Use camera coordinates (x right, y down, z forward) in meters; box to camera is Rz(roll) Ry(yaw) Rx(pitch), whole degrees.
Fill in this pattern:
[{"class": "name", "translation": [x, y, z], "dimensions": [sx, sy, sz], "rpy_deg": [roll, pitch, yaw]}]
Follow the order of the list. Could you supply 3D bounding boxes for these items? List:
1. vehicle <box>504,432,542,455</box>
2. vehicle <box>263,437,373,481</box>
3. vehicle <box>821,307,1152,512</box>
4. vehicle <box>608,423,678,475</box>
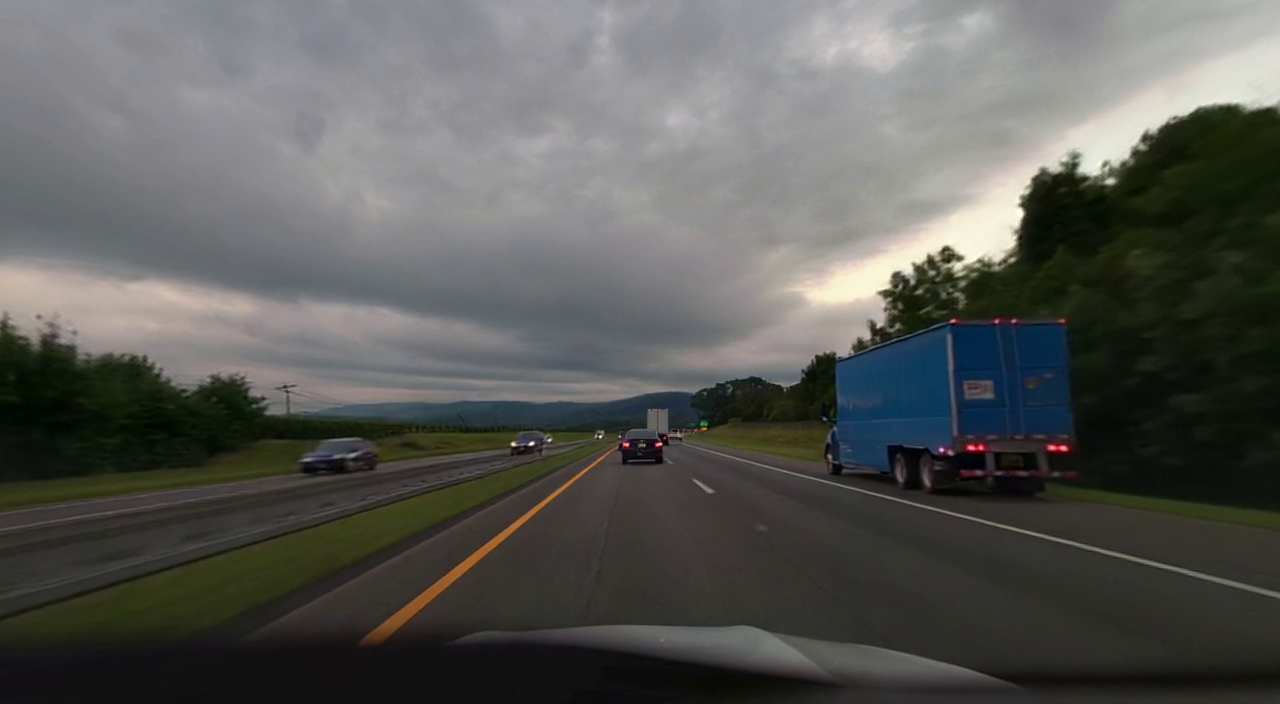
[{"class": "vehicle", "translation": [-8.000, 6.304, 43.329], "dimensions": [1.869, 1.521, 4.034], "rpy_deg": [0, -8, 0]}, {"class": "vehicle", "translation": [-12.305, 4.081, 24.416], "dimensions": [1.916, 1.522, 4.426], "rpy_deg": [0, -8, 0]}, {"class": "vehicle", "translation": [7.391, 1.582, 15.638], "dimensions": [3.010, 3.638, 8.978], "rpy_deg": [0, -8, 0]}, {"class": "vehicle", "translation": [0.064, 3.362, 22.012], "dimensions": [2.216, 1.623, 4.220], "rpy_deg": [0, -8, -1]}]
